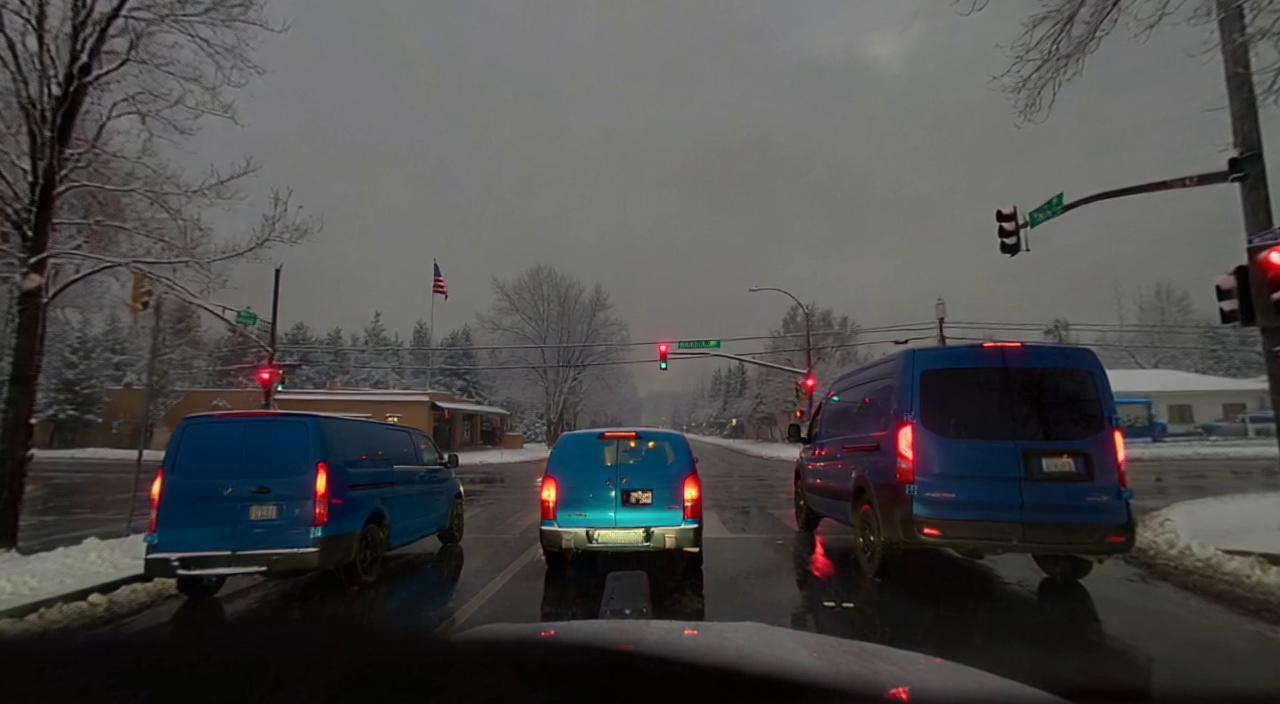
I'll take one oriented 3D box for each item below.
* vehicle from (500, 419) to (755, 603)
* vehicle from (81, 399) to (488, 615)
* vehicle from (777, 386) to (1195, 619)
[{"bbox_3d":[-0.148,1.622,7.323,2.098,1.494,4.118,0,-9,-1],"label":"vehicle"},{"bbox_3d":[-3.313,1.519,7.036,2.024,1.677,3.998,-1,-9,3],"label":"vehicle"},{"bbox_3d":[3.084,1.464,7.025,2.178,1.746,4.400,0,-9,1],"label":"vehicle"}]
